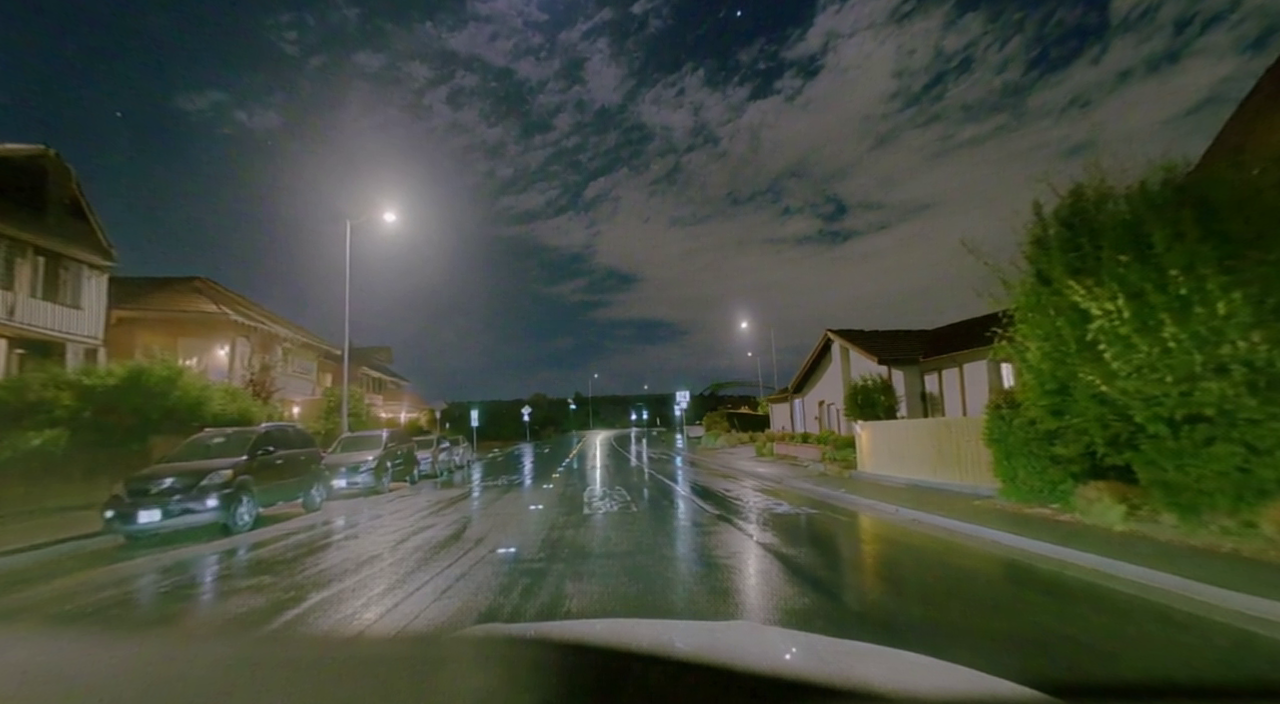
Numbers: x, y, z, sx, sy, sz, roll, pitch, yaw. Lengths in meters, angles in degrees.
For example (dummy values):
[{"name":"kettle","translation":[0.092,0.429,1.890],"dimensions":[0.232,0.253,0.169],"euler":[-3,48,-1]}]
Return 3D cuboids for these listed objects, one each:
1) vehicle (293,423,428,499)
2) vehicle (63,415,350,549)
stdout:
[{"name":"vehicle","translation":[-7.330,2.858,17.087],"dimensions":[1.865,1.750,4.507],"euler":[0,-8,-4]},{"name":"vehicle","translation":[-6.856,2.042,10.714],"dimensions":[2.147,1.780,4.165],"euler":[0,-8,-5]}]
